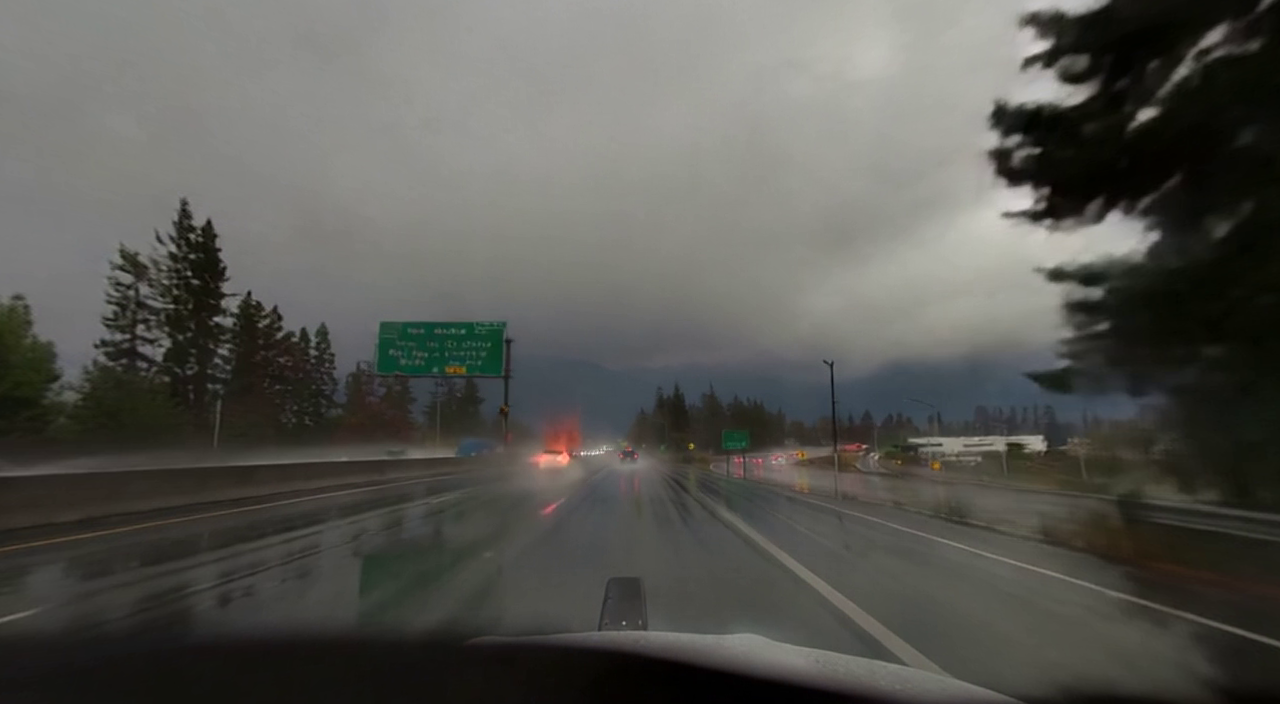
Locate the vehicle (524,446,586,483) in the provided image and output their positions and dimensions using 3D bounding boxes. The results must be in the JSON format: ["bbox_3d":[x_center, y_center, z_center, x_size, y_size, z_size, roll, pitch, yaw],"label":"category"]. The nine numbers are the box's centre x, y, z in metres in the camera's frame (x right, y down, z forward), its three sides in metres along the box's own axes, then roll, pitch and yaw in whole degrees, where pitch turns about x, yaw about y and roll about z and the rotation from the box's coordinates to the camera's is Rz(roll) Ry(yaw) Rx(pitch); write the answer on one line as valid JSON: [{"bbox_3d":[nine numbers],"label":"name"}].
[{"bbox_3d":[-3.732,5.041,28.538,2.067,1.509,4.551,0,-8,1],"label":"vehicle"}]

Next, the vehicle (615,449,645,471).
[{"bbox_3d":[-0.722,7.683,45.137,2.100,1.471,3.956,0,-8,-1],"label":"vehicle"}]
